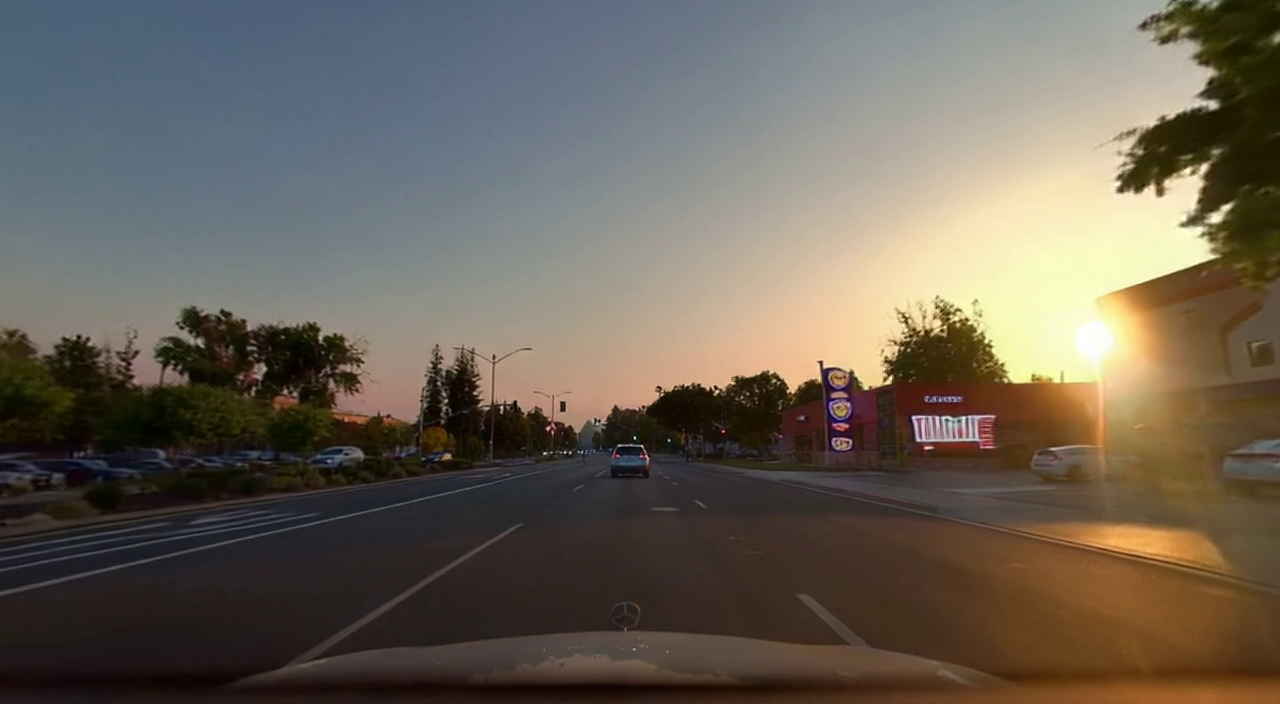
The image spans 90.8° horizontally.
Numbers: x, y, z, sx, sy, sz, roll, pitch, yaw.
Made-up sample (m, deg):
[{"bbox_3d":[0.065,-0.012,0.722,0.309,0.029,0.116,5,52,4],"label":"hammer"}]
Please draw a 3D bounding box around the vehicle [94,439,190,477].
[{"bbox_3d":[-32.882,7.022,42.020,2.818,2.313,5.508,3,-9,-14],"label":"vehicle"}]

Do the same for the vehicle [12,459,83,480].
[{"bbox_3d":[-45.555,9.011,48.663,1.750,1.432,3.827,0,-9,0],"label":"vehicle"}]

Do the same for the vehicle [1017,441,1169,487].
[{"bbox_3d":[16.250,4.039,22.812,4.026,1.463,1.826,-1,-10,-2],"label":"vehicle"}]

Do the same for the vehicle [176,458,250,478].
[{"bbox_3d":[-32.206,8.739,47.720,4.063,1.479,1.939,0,-9,-2],"label":"vehicle"}]

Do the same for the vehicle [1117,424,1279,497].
[{"bbox_3d":[16.377,2.965,17.440,4.629,1.829,2.025,-1,-10,1],"label":"vehicle"}]

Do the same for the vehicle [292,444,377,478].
[{"bbox_3d":[-20.168,7.204,42.122,2.492,2.083,6.312,0,-9,1],"label":"vehicle"}]

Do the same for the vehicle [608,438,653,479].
[{"bbox_3d":[-0.455,5.377,32.147,2.096,1.961,4.259,0,-9,0],"label":"vehicle"}]
